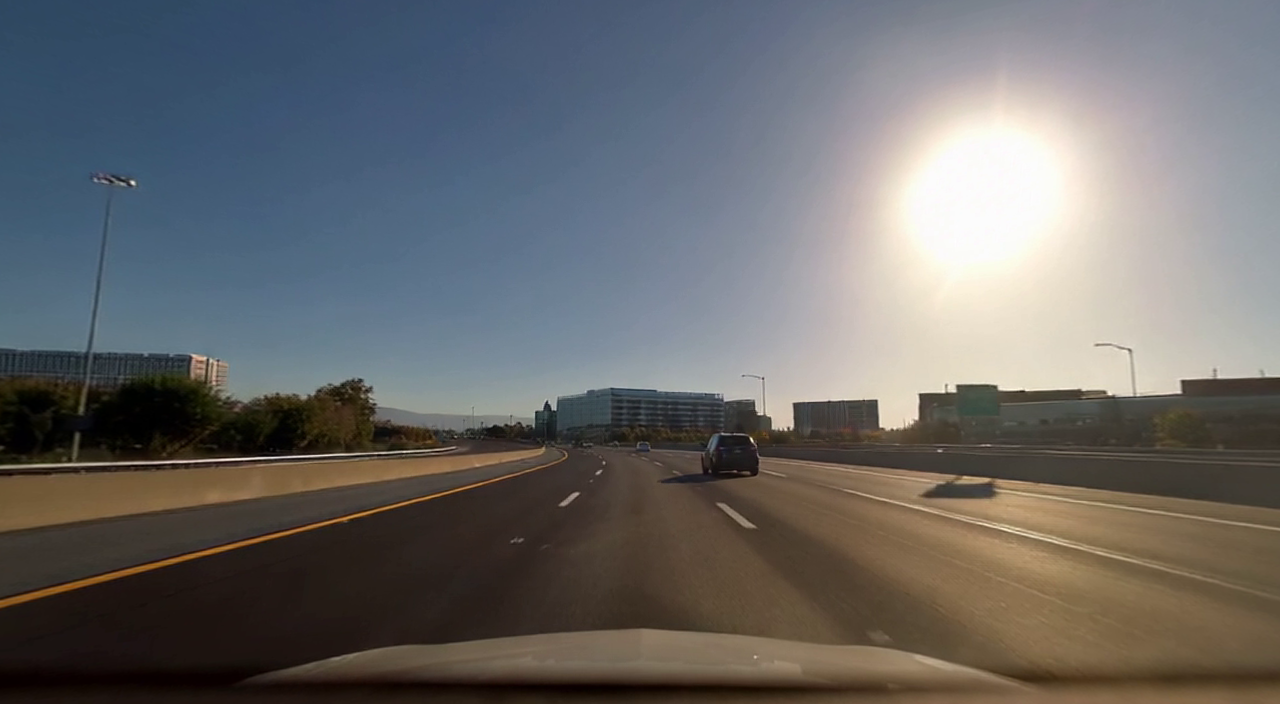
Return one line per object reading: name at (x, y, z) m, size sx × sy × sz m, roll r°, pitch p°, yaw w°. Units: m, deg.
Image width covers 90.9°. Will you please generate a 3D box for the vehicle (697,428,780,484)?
vehicle at (3.234, 3.526, 21.714) m, size 2.059 × 1.715 × 4.192 m, roll 0°, pitch -8°, yaw -2°
